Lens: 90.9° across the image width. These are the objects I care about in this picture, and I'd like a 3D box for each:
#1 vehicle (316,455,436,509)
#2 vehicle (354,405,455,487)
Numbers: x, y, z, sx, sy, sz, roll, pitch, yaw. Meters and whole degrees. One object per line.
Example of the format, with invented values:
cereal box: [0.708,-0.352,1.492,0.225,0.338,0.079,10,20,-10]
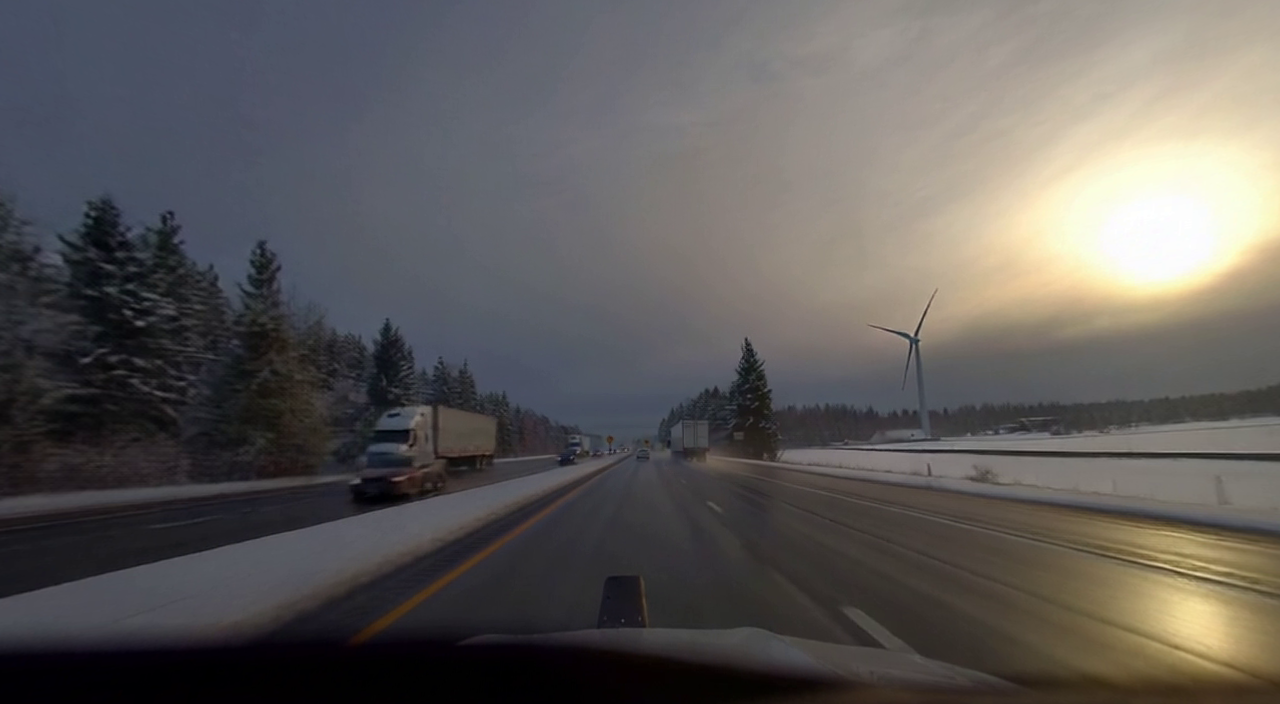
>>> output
vehicle: [-8.401,4.138,20.568,2.015,1.523,4.279,0,-9,1]
vehicle: [-12.492,5.091,34.092,3.016,3.985,5.905,0,-9,0]
